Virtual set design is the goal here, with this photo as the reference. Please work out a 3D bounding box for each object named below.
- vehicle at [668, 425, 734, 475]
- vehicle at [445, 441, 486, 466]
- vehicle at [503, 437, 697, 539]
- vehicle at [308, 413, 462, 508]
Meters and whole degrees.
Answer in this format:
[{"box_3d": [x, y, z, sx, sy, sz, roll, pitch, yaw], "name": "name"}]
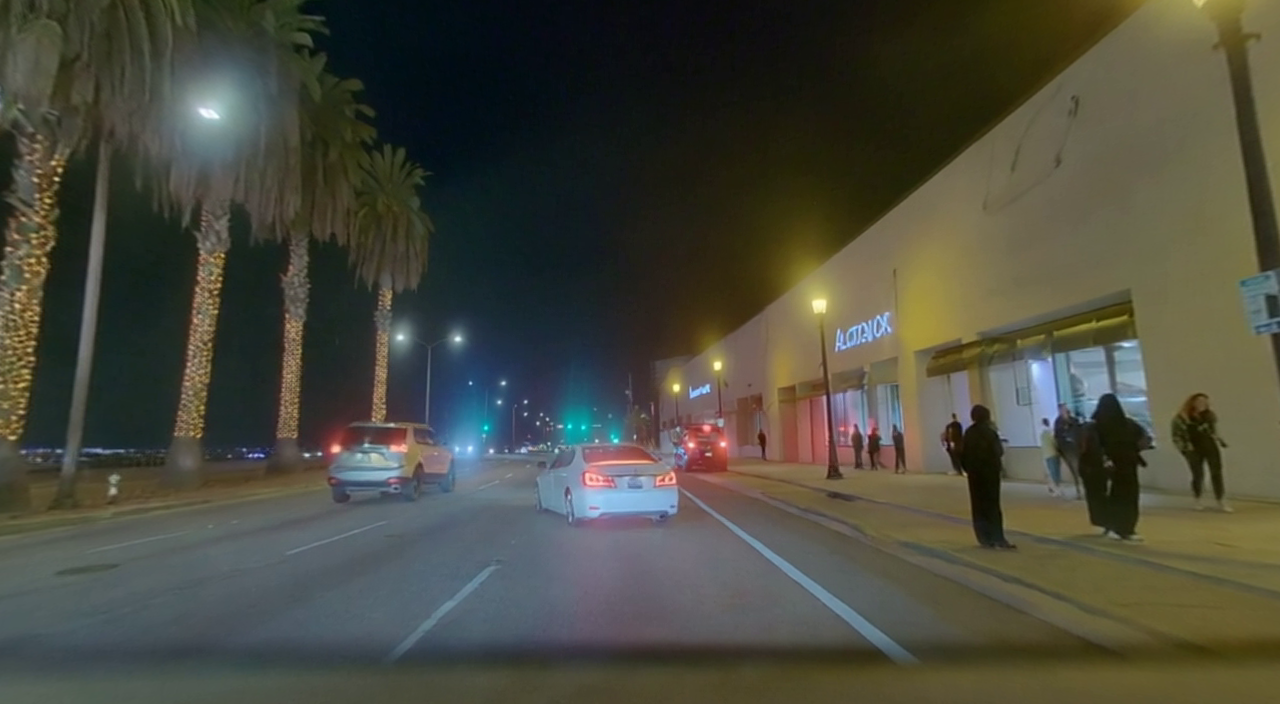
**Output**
[{"box_3d": [2.775, 4.645, 29.979, 2.126, 2.167, 5.098, 1, -9, -6], "name": "vehicle"}, {"box_3d": [-11.947, 6.956, 43.491, 1.930, 1.583, 4.423, 0, -8, -5], "name": "vehicle"}, {"box_3d": [-1.000, 2.383, 11.846, 1.930, 1.477, 4.657, 4, -9, -27], "name": "vehicle"}, {"box_3d": [-6.383, 2.790, 16.652, 2.164, 2.047, 5.455, 0, -8, -5], "name": "vehicle"}]
